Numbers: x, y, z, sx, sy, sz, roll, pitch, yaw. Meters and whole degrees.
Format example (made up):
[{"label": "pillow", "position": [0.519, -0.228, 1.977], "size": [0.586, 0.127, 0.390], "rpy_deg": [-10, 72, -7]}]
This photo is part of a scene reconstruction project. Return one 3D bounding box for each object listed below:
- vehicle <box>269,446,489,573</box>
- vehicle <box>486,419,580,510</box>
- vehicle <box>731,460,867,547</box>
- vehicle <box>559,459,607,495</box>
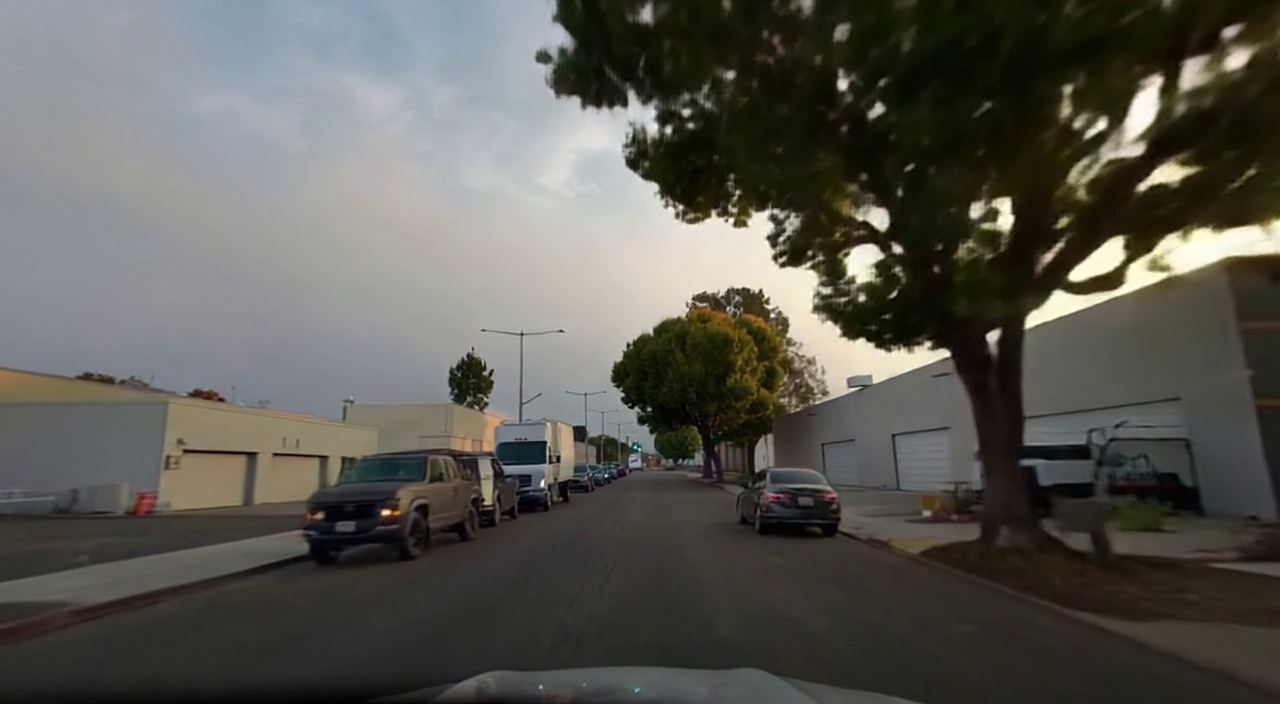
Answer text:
[{"label": "vehicle", "position": [-3.893, 2.417, 10.199], "size": [1.835, 1.625, 3.674], "rpy_deg": [0, -11, 2]}, {"label": "vehicle", "position": [-3.504, 3.930, 21.996], "size": [2.242, 2.726, 5.581], "rpy_deg": [1, -11, 0]}, {"label": "vehicle", "position": [3.036, 2.991, 12.905], "size": [1.819, 1.446, 3.909], "rpy_deg": [1, -11, 1]}, {"label": "vehicle", "position": [-2.917, 6.529, 33.220], "size": [1.886, 1.640, 4.311], "rpy_deg": [1, -8, 2]}]
